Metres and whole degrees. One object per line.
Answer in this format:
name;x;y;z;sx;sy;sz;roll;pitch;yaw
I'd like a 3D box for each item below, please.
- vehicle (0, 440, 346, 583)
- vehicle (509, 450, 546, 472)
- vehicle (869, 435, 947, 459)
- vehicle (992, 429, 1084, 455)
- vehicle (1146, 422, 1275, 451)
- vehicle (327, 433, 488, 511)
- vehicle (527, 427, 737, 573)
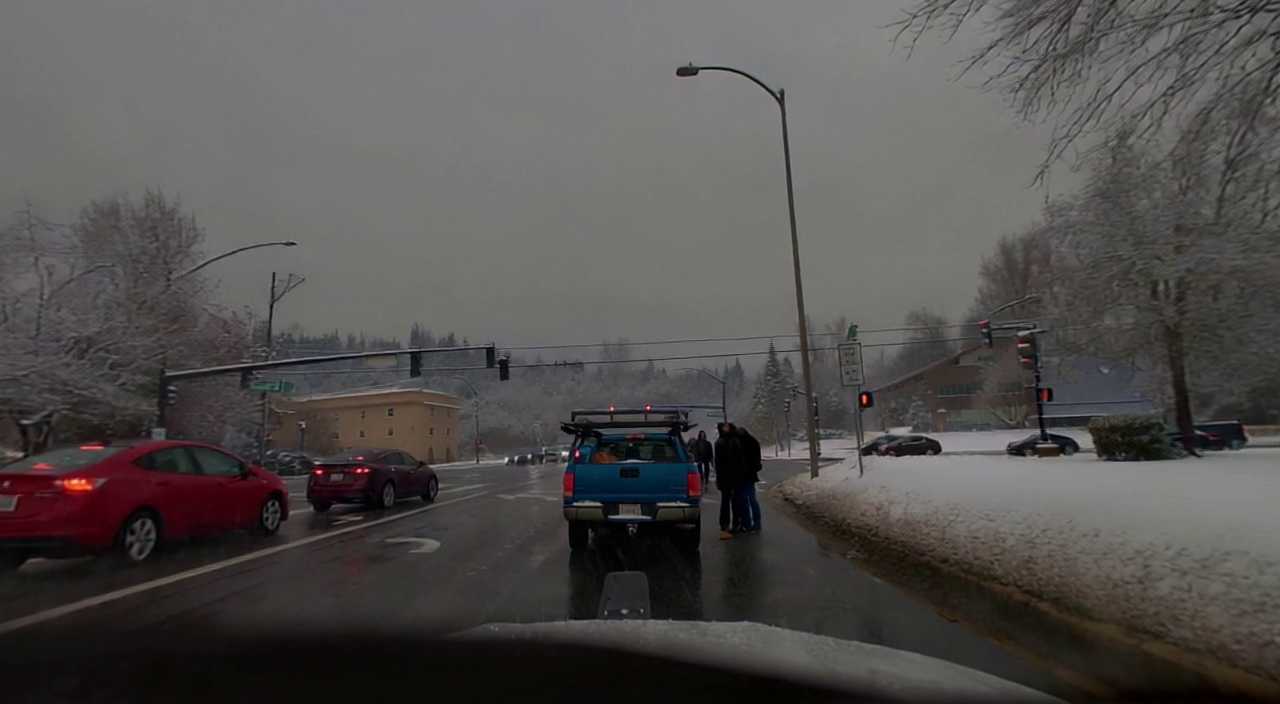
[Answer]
vehicle;-6.324;2.062;9.034;1.948;1.530;4.283;0;-9;3
vehicle;-8.248;8.012;46.391;1.823;1.543;3.944;0;-9;2
vehicle;17.536;6.215;41.138;4.441;1.452;1.798;-5;-10;30
vehicle;23.824;5.436;37.743;4.454;1.440;1.816;-5;-10;30
vehicle;30.527;4.599;33.797;4.739;1.472;1.804;-5;-10;30
vehicle;-6.145;3.219;17.468;2.230;1.811;5.183;-1;-9;3
vehicle;-0.052;1.860;8.680;2.182;1.501;4.150;0;-9;1
